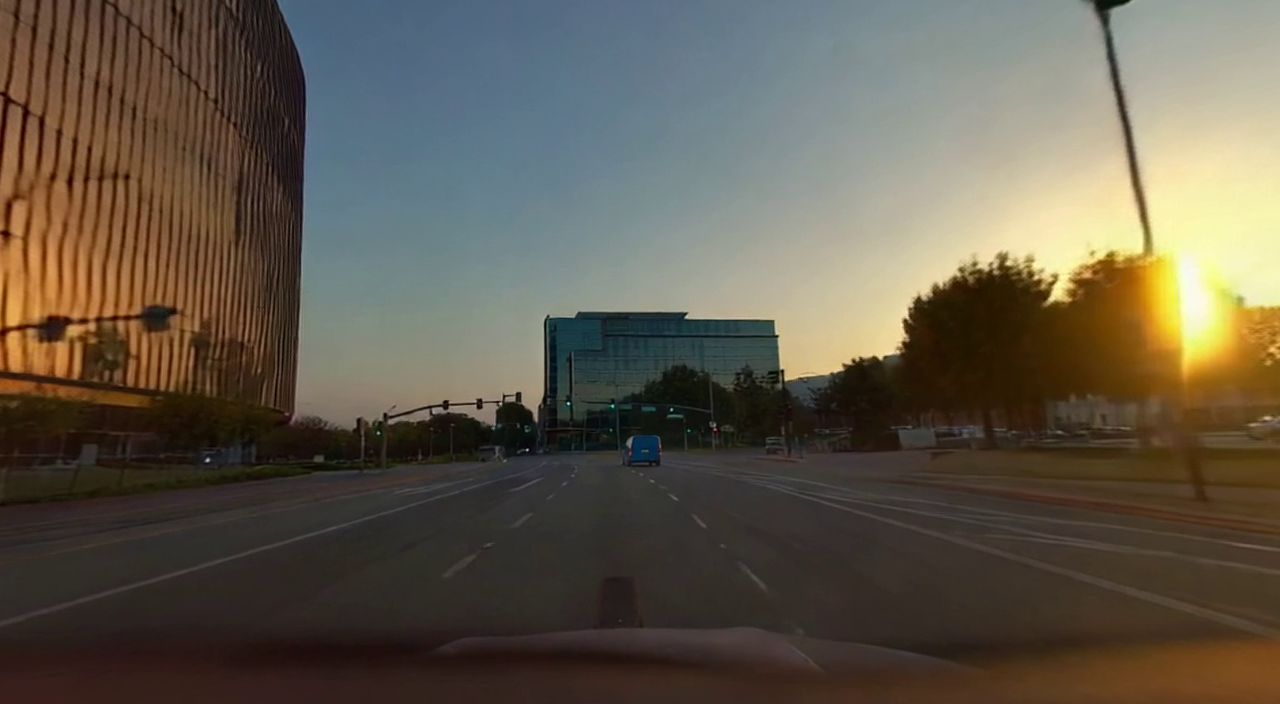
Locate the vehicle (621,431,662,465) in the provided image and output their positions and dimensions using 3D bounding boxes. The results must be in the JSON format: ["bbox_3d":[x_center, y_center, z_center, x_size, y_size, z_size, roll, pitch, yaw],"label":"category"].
[{"bbox_3d":[0.045,6.798,44.681,2.339,2.244,4.817,1,-8,-7],"label":"vehicle"}]
